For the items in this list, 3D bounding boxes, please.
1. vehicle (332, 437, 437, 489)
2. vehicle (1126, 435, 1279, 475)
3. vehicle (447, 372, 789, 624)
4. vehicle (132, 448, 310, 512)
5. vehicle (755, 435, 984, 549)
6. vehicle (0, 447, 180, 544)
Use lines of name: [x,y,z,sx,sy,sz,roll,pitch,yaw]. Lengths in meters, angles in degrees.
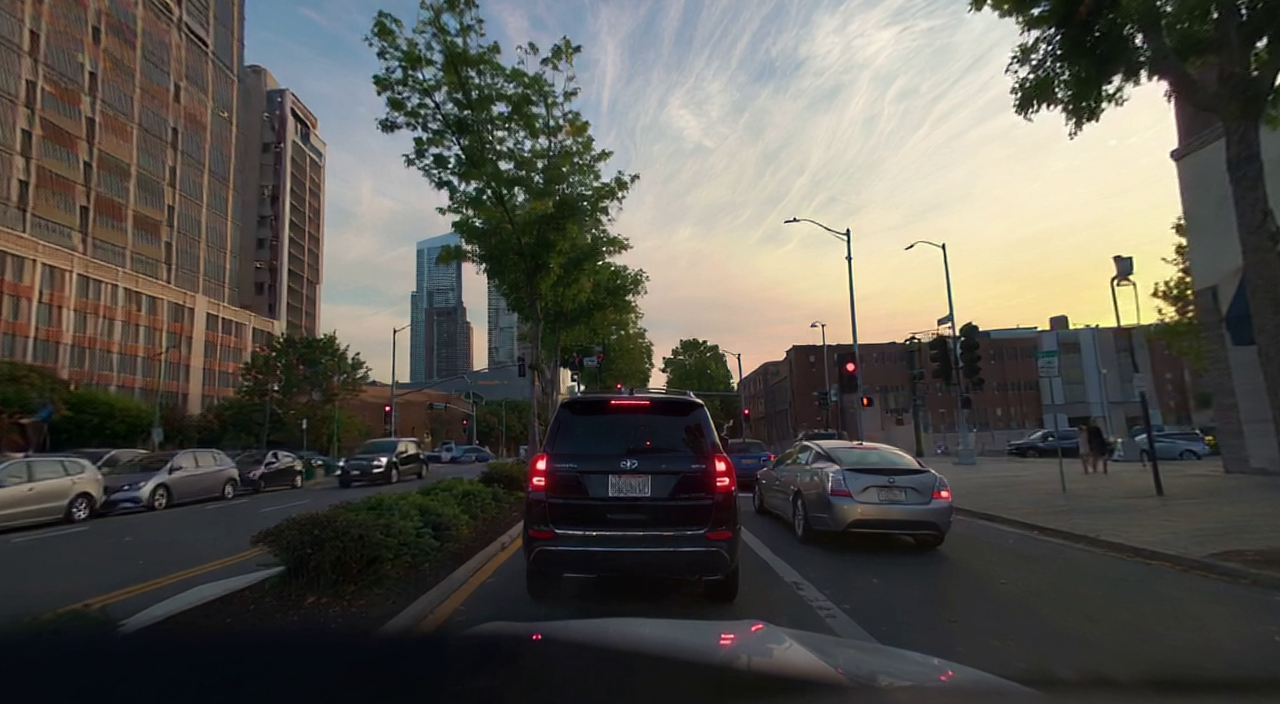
vehicle: [-9.174,4.006,23.008,2.054,1.722,4.292,0,-8,-1]
vehicle: [22.169,4.048,24.965,4.055,1.469,1.848,-4,-9,25]
vehicle: [-0.153,1.362,6.760,2.453,1.816,4.300,0,-8,0]
vehicle: [-12.453,3.787,19.170,2.207,1.648,4.675,0,-8,-1]
vehicle: [3.298,2.082,10.079,2.056,1.422,4.130,0,-8,-1]
vehicle: [-12.534,2.913,13.464,1.891,1.723,4.360,0,-8,1]
